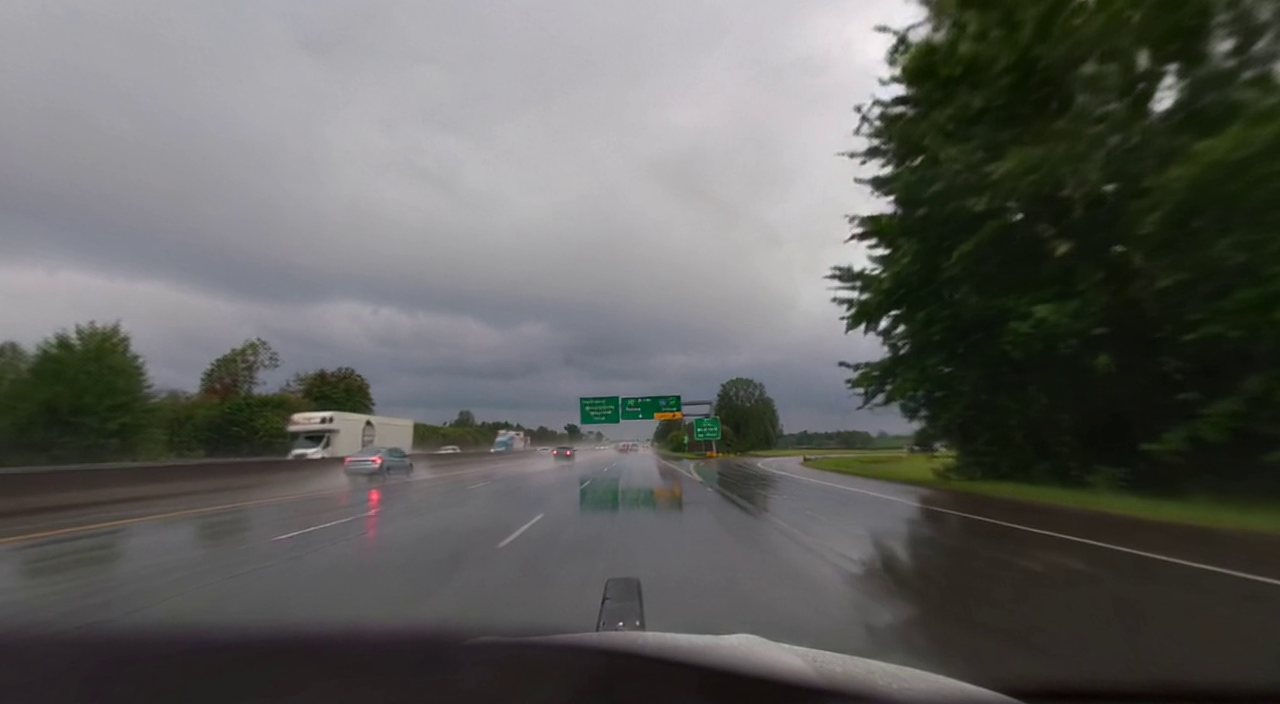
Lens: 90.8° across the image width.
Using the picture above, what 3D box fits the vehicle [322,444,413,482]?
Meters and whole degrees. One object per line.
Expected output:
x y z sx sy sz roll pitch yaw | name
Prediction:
-11.528 4.700 27.045 1.981 1.503 4.207 0 -9 1 | vehicle
